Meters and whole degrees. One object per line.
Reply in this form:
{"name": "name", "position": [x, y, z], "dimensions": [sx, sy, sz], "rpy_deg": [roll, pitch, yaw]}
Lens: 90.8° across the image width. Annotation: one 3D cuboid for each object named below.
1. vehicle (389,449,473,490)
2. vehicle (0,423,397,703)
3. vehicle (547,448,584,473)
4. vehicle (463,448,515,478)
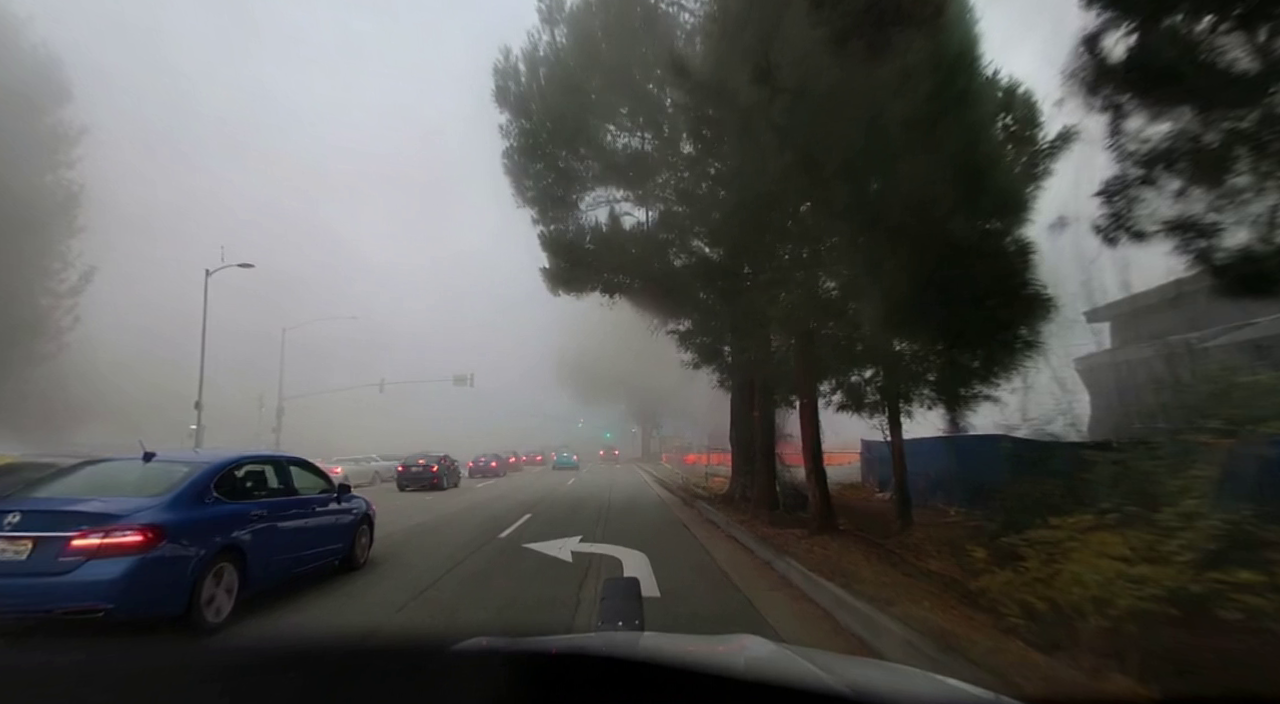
{"name": "vehicle", "position": [-8.441, 4.748, 25.948], "dimensions": [1.992, 1.446, 4.296], "rpy_deg": [-1, -9, 0]}
{"name": "vehicle", "position": [-4.162, 1.506, 5.701], "dimensions": [2.026, 1.497, 4.577], "rpy_deg": [-2, -9, 1]}
{"name": "vehicle", "position": [-4.613, 6.763, 39.711], "dimensions": [2.042, 1.441, 4.172], "rpy_deg": [0, -9, -2]}
{"name": "vehicle", "position": [-8.160, 6.028, 34.505], "dimensions": [1.900, 1.507, 4.285], "rpy_deg": [0, -9, -2]}
